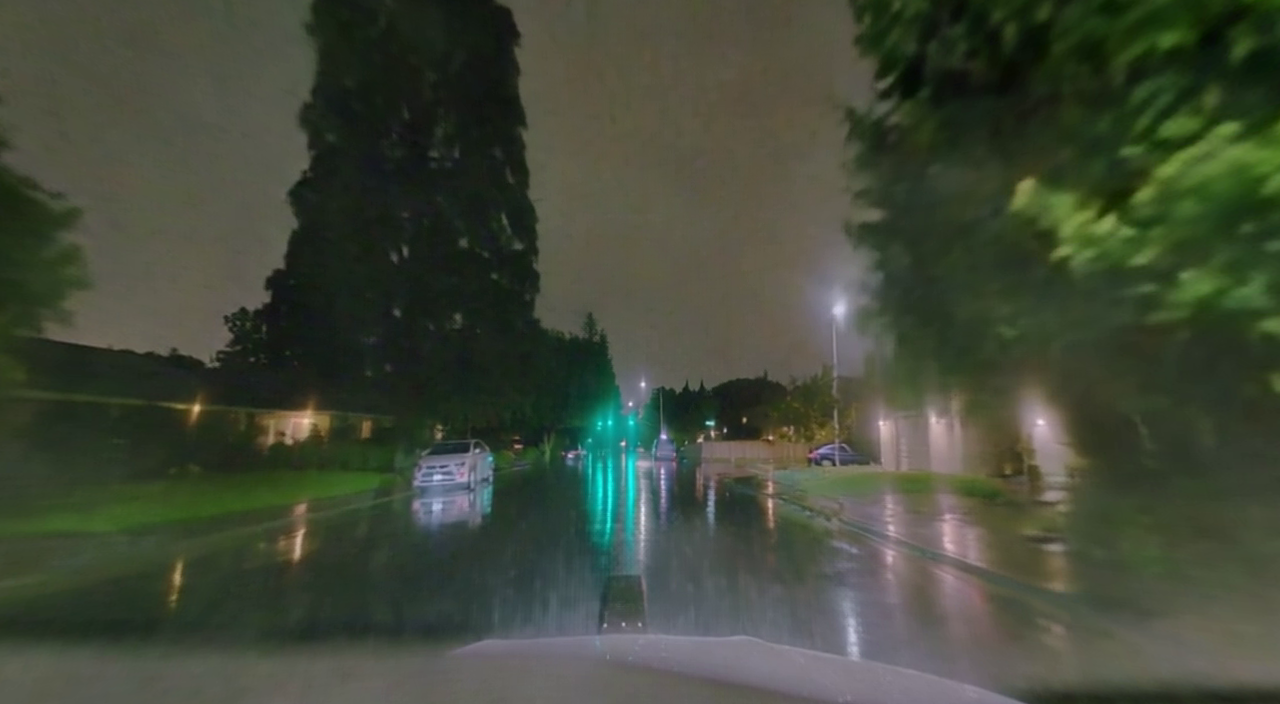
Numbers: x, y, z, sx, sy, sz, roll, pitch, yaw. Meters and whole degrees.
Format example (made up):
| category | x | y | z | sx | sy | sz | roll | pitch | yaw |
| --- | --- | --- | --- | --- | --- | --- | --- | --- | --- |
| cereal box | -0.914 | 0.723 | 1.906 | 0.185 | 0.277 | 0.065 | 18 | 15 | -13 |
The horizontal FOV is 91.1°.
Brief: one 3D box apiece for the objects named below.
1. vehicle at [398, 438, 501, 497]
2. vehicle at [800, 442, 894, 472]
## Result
| category | x | y | z | sx | sy | sz | roll | pitch | yaw |
| --- | --- | --- | --- | --- | --- | --- | --- | --- | --- |
| vehicle | -6.103 | 3.728 | 20.703 | 1.998 | 1.742 | 4.210 | 0 | -9 | 1 |
| vehicle | 12.171 | 6.172 | 37.058 | 4.708 | 1.527 | 2.113 | 0 | -8 | -10 |
